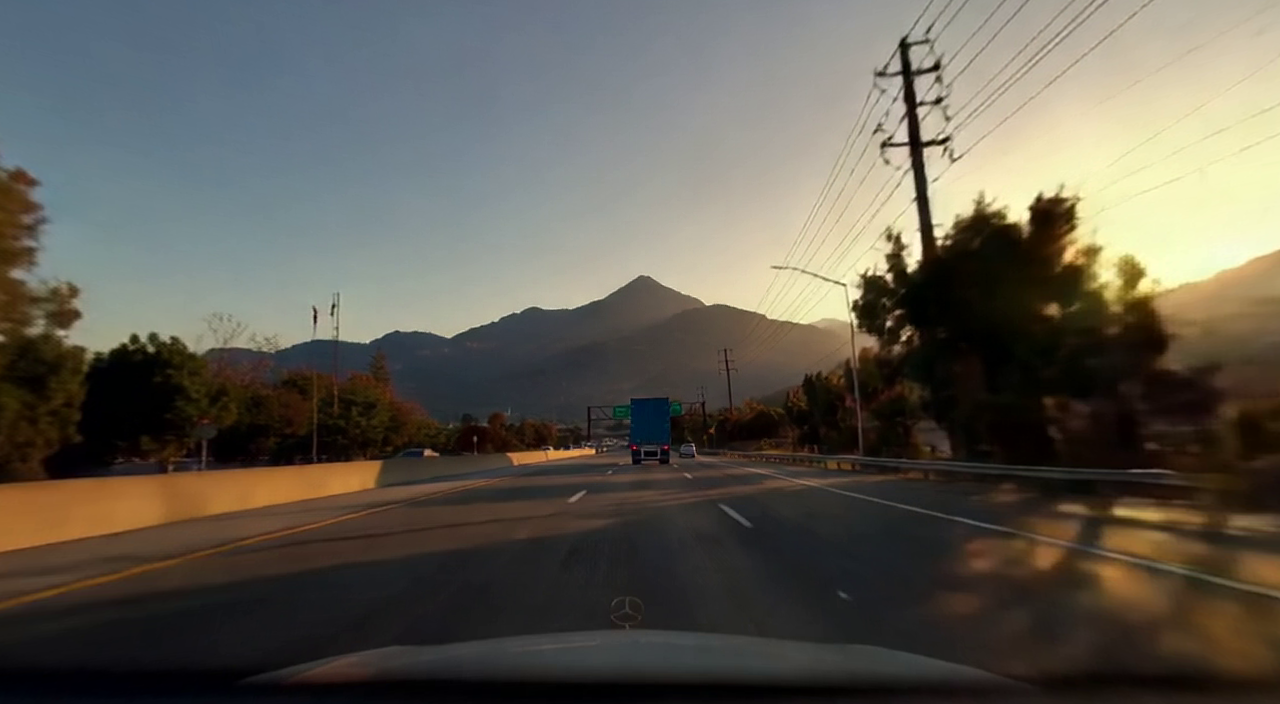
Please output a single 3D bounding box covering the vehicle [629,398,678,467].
[{"bbox_3d":[0.769,5.636,43.277,2.919,4.101,11.541,0,-8,0],"label":"vehicle"}]
